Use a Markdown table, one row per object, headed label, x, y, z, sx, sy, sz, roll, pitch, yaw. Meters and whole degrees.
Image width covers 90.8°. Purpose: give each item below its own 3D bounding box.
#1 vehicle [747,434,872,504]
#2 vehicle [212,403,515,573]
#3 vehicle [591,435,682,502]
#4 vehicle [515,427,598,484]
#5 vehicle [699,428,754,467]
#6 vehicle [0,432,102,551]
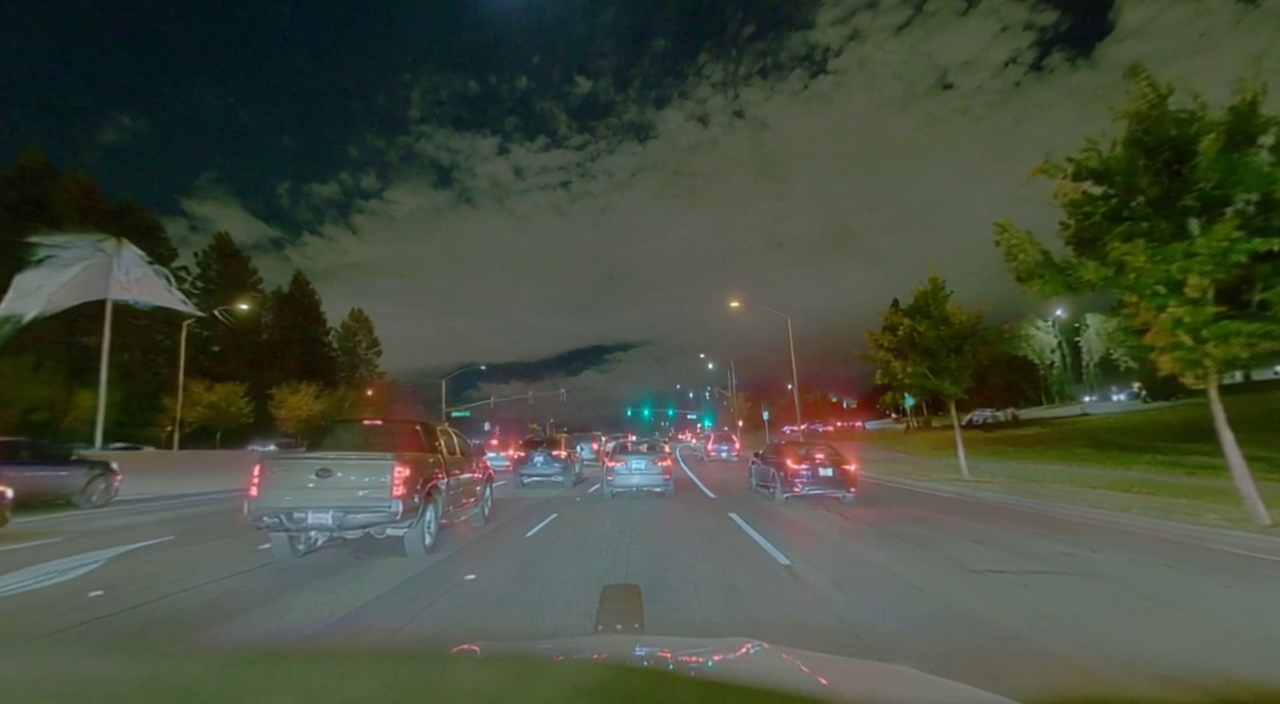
| label | x | y | z | sx | sy | sz | roll | pitch | yaw |
| --- | --- | --- | --- | --- | --- | --- | --- | --- | --- |
| vehicle | 3.952 | 2.794 | 15.512 | 1.884 | 1.463 | 4.195 | 0 | -8 | 0 |
| vehicle | -3.399 | 1.800 | 9.263 | 2.111 | 1.745 | 5.274 | 0 | -8 | -1 |
| vehicle | -0.062 | 2.955 | 16.462 | 2.030 | 1.477 | 4.330 | 0 | -8 | 1 |
| vehicle | -2.869 | 3.703 | 22.800 | 2.218 | 1.829 | 4.492 | -1 | -8 | 3 |
| vehicle | 4.306 | 4.858 | 32.197 | 2.099 | 1.845 | 4.363 | 0 | -8 | -1 |
| vehicle | -9.092 | 1.637 | 7.088 | 2.146 | 1.480 | 4.589 | 0 | -8 | -2 |
